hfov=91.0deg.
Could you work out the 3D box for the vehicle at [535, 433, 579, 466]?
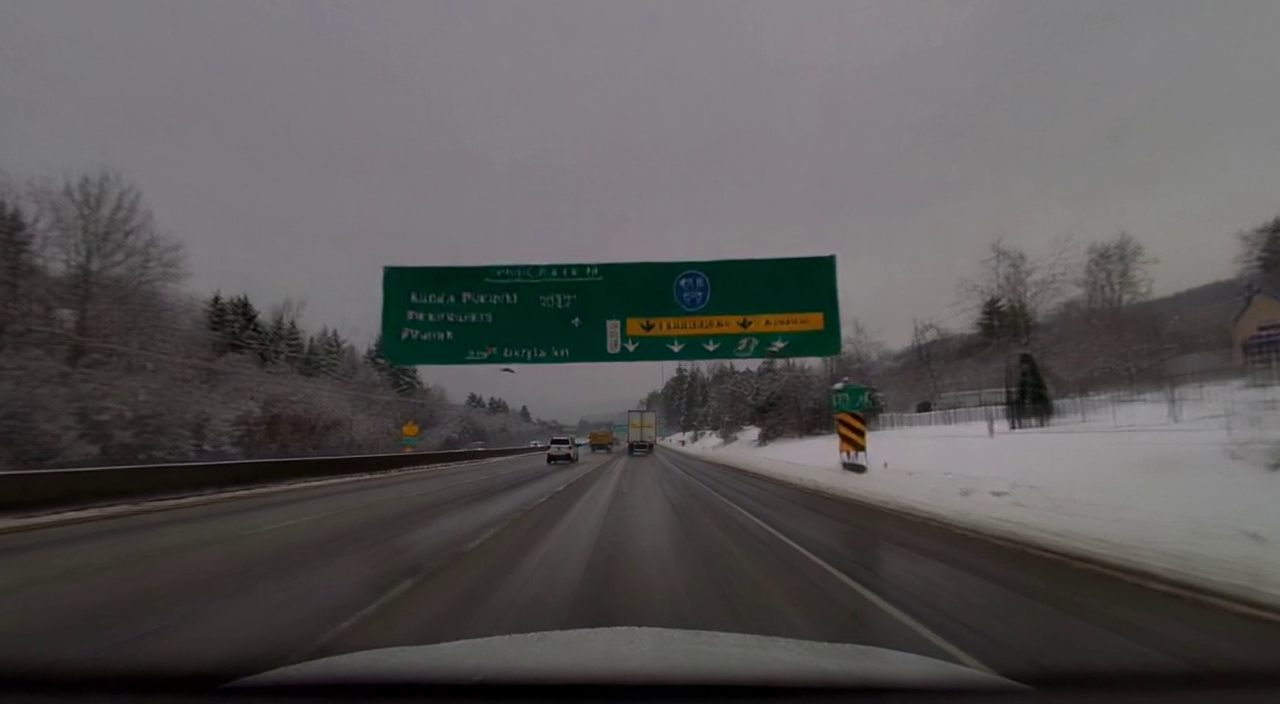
[{"bbox_3d":[-4.985,5.919,38.450,2.127,1.839,4.984,0,-8,-2],"label":"vehicle"}]
